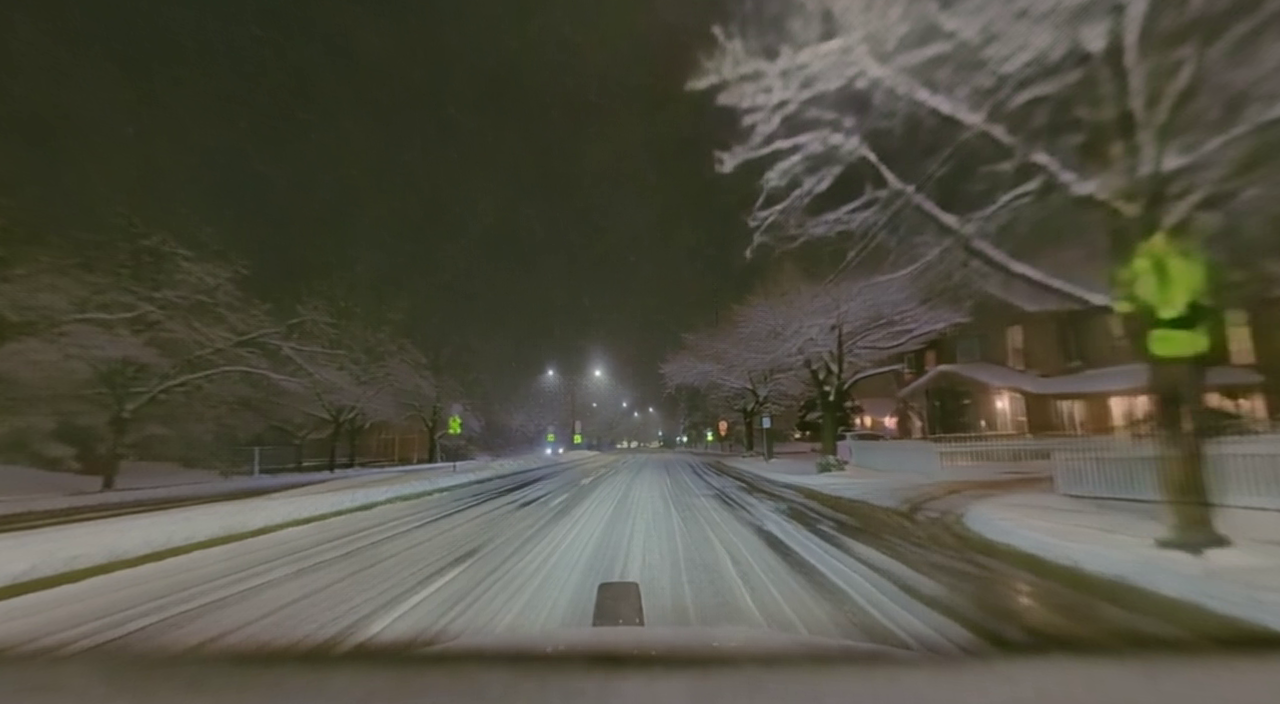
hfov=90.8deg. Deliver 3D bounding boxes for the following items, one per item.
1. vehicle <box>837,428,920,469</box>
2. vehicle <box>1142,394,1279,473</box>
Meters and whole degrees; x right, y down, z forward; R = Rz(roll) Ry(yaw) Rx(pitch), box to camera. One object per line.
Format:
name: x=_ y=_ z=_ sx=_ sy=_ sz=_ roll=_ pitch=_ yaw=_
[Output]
vehicle: x=10.659 y=4.362 z=28.612 sx=1.938 sy=1.695 sz=4.296 roll=0 pitch=-8 yaw=-2
vehicle: x=21.519 y=2.911 z=22.487 sx=5.234 sy=2.631 sz=2.232 roll=0 pitch=-8 yaw=-1
